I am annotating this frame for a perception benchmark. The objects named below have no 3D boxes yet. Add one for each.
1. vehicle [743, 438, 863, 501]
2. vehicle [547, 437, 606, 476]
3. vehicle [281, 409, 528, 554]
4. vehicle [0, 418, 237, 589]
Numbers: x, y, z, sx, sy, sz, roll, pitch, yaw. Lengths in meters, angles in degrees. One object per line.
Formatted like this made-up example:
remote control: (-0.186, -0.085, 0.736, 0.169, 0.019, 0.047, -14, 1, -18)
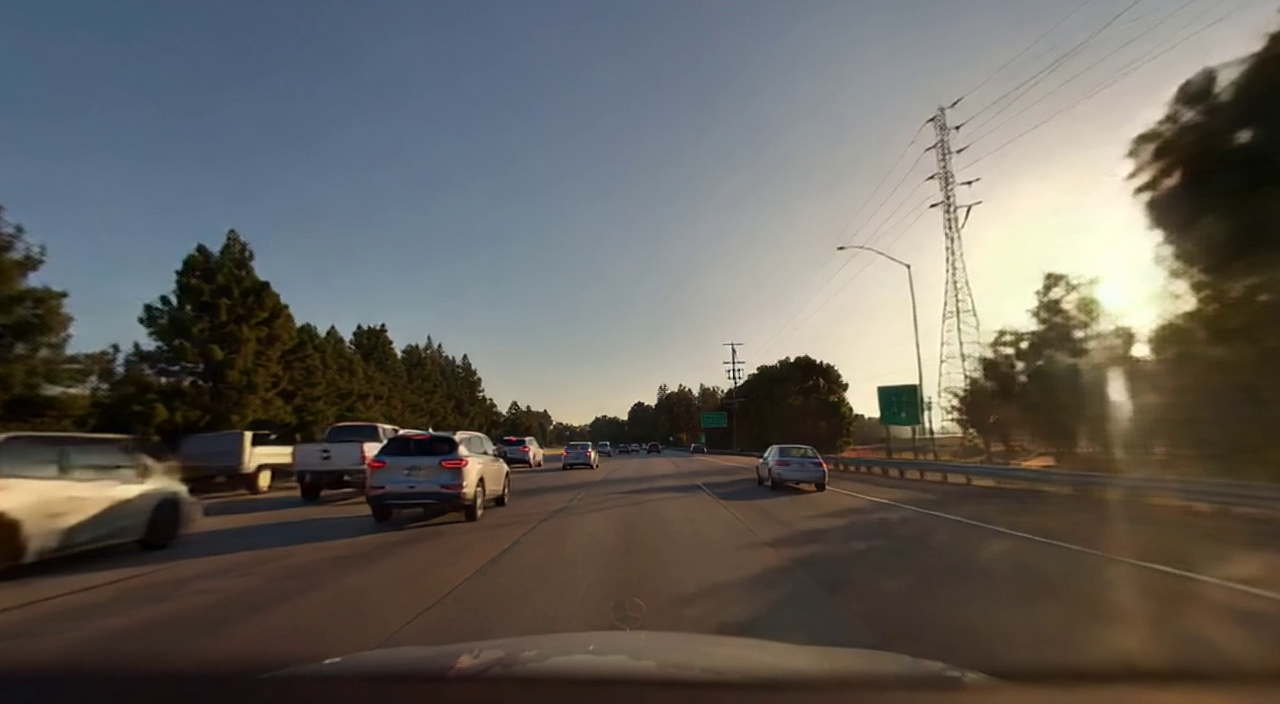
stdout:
vehicle: (4.255, 3.136, 17.331, 2.022, 1.472, 4.678, 0, -8, 0)
vehicle: (-2.873, 4.864, 29.577, 2.133, 1.668, 4.505, 0, -8, 2)
vehicle: (-3.337, 1.938, 10.160, 2.133, 1.775, 4.530, 0, -8, 1)
vehicle: (-6.860, 1.502, 6.579, 2.049, 1.544, 4.866, 0, -8, 1)
